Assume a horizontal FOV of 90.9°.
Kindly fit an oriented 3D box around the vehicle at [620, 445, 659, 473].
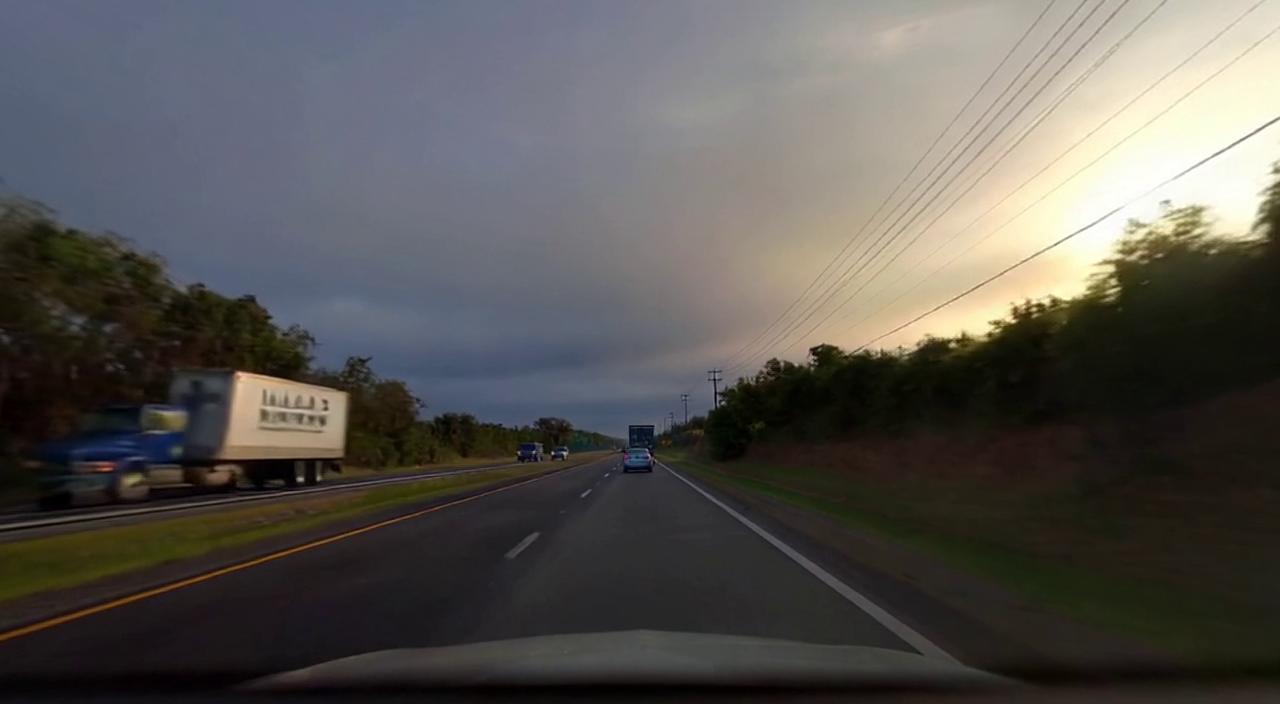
[{"bbox_3d":[-0.068,6.111,36.009,2.080,1.486,3.813,0,-9,-1],"label":"vehicle"}]
